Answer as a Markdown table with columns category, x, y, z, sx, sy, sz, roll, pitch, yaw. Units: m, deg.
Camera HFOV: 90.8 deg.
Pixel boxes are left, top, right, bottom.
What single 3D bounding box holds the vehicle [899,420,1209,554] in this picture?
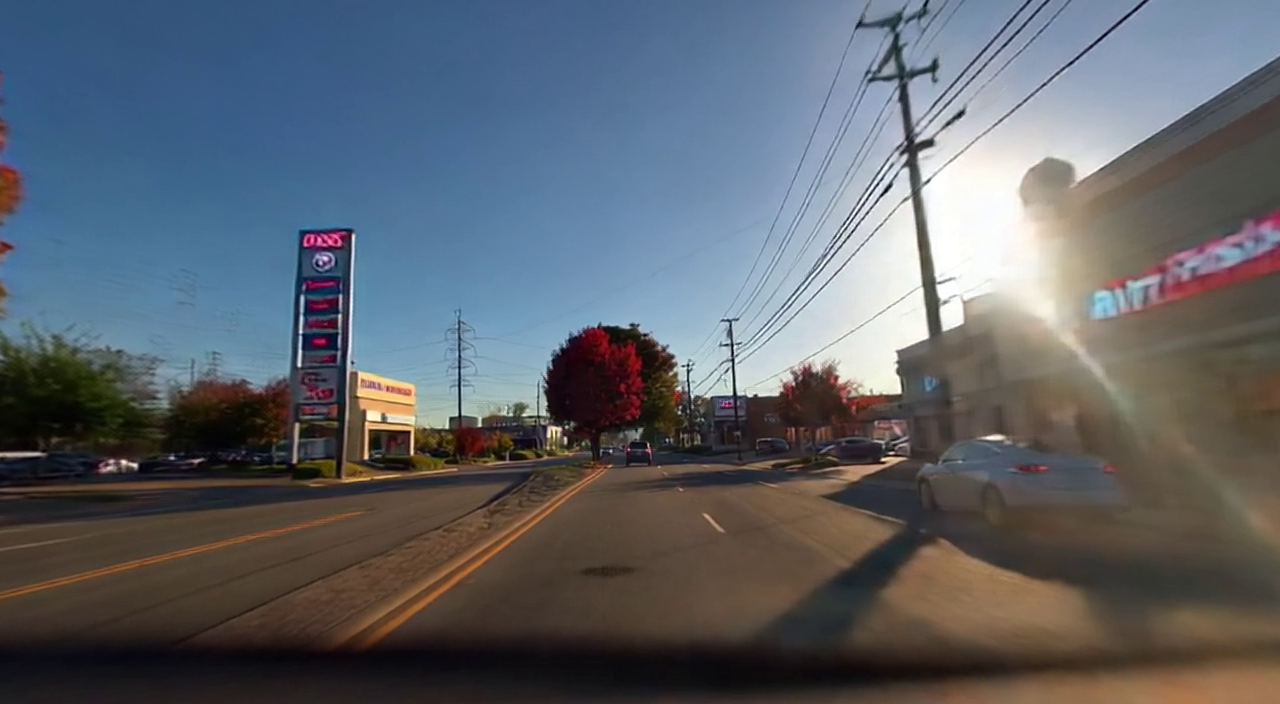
| category | x | y | z | sx | sy | sz | roll | pitch | yaw |
| --- | --- | --- | --- | --- | --- | --- | --- | --- | --- |
| vehicle | 6.242 | 2.067 | 10.388 | 1.995 | 1.705 | 4.434 | 0 | -9 | -1 |

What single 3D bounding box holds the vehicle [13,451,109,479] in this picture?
| category | x | y | z | sx | sy | sz | roll | pitch | yaw |
| --- | --- | --- | --- | --- | --- | --- | --- | --- | --- |
| vehicle | -41.924 | 8.162 | 45.839 | 4.738 | 1.734 | 1.970 | -1 | -8 | -9 |

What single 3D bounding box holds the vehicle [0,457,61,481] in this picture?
| category | x | y | z | sx | sy | sz | roll | pitch | yaw |
| --- | --- | --- | --- | --- | --- | --- | --- | --- | --- |
| vehicle | -40.662 | 7.532 | 40.551 | 4.692 | 1.445 | 1.922 | 1 | -9 | -10 |

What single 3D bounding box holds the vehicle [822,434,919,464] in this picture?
| category | x | y | z | sx | sy | sz | roll | pitch | yaw |
| --- | --- | --- | --- | --- | --- | --- | --- | --- | --- |
| vehicle | 16.535 | 6.979 | 45.466 | 5.990 | 1.834 | 2.262 | -2 | -8 | -5 |
